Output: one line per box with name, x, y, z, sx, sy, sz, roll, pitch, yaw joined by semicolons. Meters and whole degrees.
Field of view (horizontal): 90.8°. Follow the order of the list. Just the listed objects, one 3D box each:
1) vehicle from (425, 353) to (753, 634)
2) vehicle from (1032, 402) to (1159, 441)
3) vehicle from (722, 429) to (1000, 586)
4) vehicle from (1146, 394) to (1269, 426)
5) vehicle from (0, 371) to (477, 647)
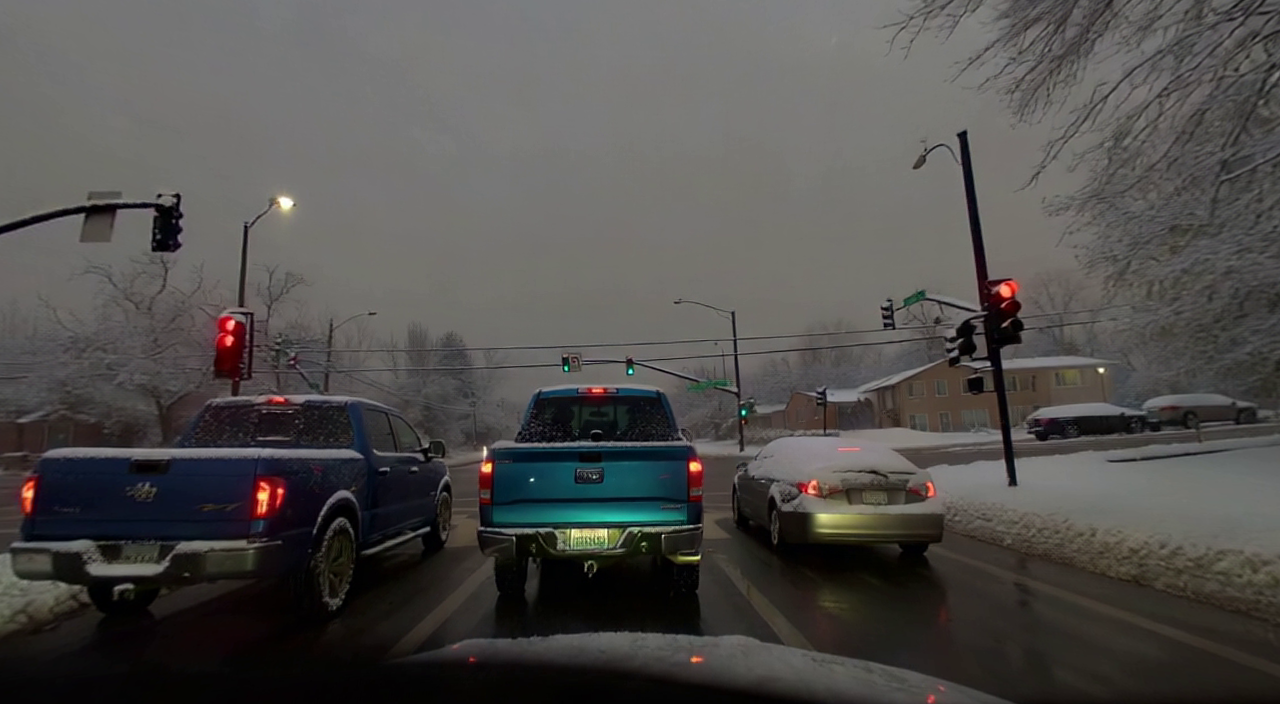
vehicle;-0.390;1.312;6.730;2.282;1.964;4.421;0;-9;-1
vehicle;23.298;3.605;32.467;4.721;1.866;2.188;0;-9;2
vehicle;2.413;1.819;8.291;2.016;1.481;4.336;0;-9;-1
vehicle;29.277;3.041;32.679;4.540;1.543;1.803;0;-9;1
vehicle;-3.459;1.422;6.860;2.146;1.828;5.148;0;-9;-2
